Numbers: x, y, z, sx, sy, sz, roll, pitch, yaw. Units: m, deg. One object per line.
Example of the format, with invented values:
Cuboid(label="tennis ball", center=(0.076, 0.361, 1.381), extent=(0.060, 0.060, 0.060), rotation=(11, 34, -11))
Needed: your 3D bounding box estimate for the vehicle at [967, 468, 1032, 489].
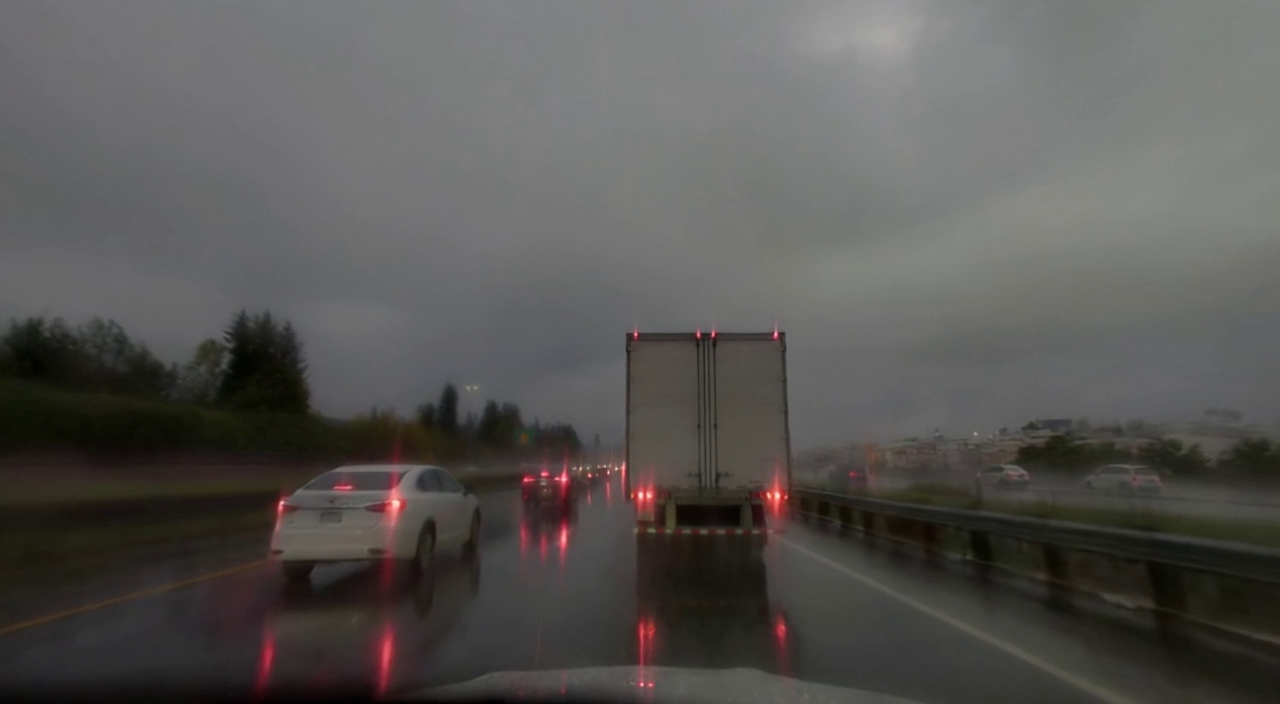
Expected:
Cuboid(label="vehicle", center=(28.249, 9.947, 49.601), extent=(4.107, 1.485, 1.796), rotation=(-3, -11, 20))

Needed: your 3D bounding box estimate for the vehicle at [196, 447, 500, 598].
Cuboid(label="vehicle", center=(-3.528, 2.191, 8.881), extent=(1.983, 1.509, 4.679), rotation=(1, -11, 1))

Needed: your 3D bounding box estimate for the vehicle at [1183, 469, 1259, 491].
Cuboid(label="vehicle", center=(42.750, 9.413, 46.382), extent=(3.974, 1.485, 1.709), rotation=(1, -11, -4))

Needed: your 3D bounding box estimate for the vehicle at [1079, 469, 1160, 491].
Cuboid(label="vehicle", center=(35.239, 9.431, 46.425), extent=(4.299, 1.465, 1.807), rotation=(-1, -11, 8))

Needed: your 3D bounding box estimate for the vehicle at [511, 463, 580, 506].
Cuboid(label="vehicle", center=(-3.636, 5.230, 25.123), extent=(1.964, 1.482, 4.371), rotation=(0, -11, 1))

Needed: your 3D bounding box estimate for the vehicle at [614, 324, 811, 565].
Cuboid(label="vehicle", center=(1.077, 2.115, 13.656), extent=(2.831, 3.529, 8.689), rotation=(1, -11, 0))
